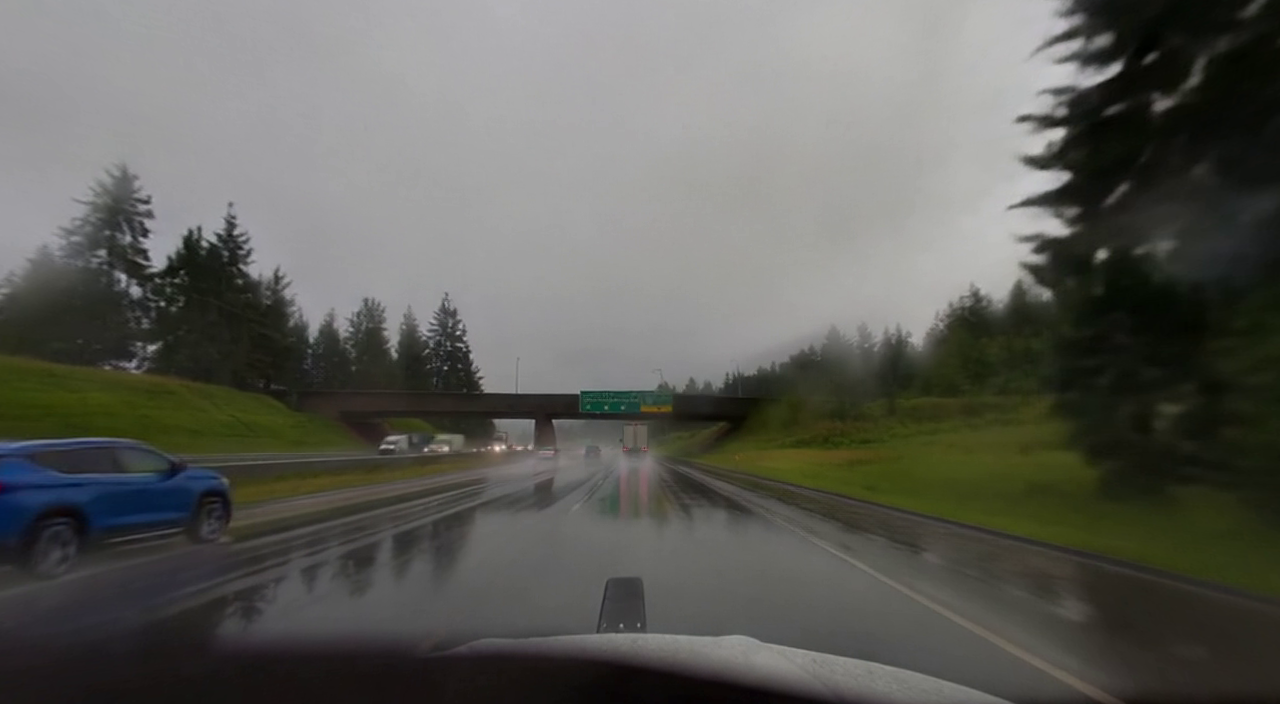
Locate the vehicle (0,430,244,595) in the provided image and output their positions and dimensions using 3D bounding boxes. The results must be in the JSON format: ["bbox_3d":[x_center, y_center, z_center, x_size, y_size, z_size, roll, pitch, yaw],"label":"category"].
[{"bbox_3d":[-6.847,1.640,6.876,2.038,1.489,4.603,0,-9,0],"label":"vehicle"}]

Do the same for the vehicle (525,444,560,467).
[{"bbox_3d":[-7.431,7.915,48.484,2.014,1.633,4.090,0,-9,-1],"label":"vehicle"}]
